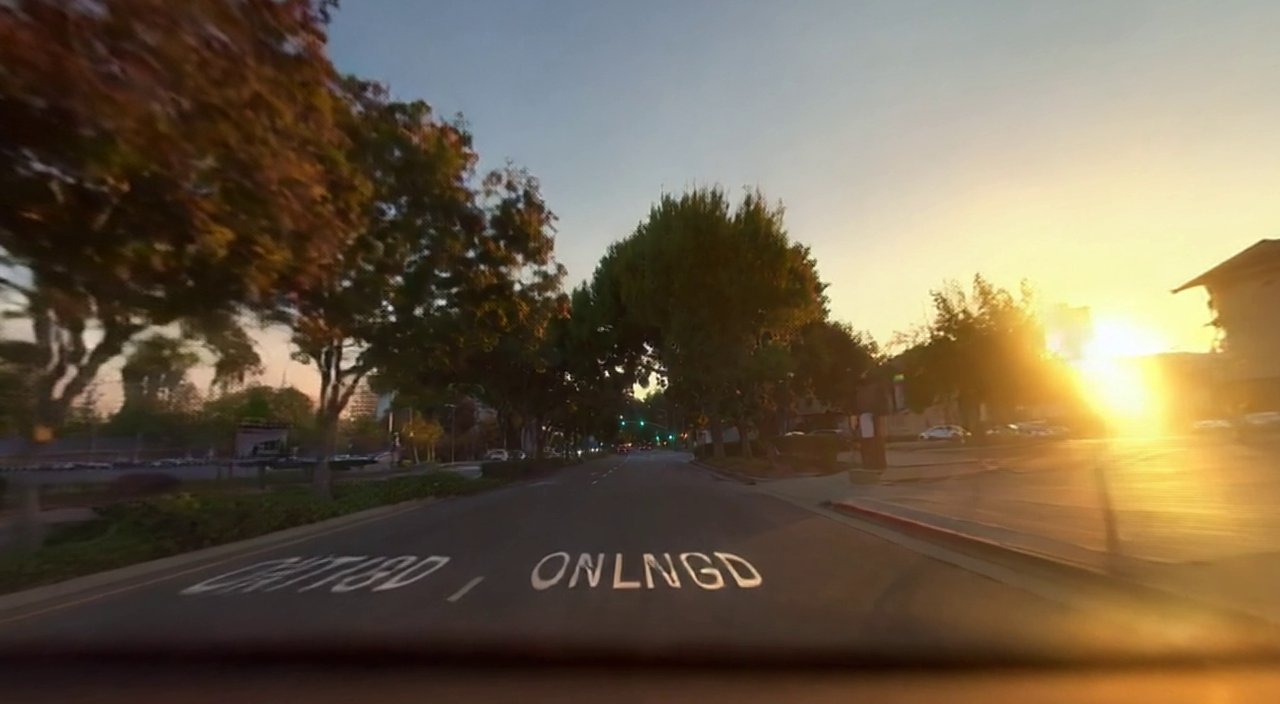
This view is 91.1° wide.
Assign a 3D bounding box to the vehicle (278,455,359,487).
[{"bbox_3d":[-17.434,6.432,34.327,1.861,1.541,4.530,0,-9,3],"label":"vehicle"}]
